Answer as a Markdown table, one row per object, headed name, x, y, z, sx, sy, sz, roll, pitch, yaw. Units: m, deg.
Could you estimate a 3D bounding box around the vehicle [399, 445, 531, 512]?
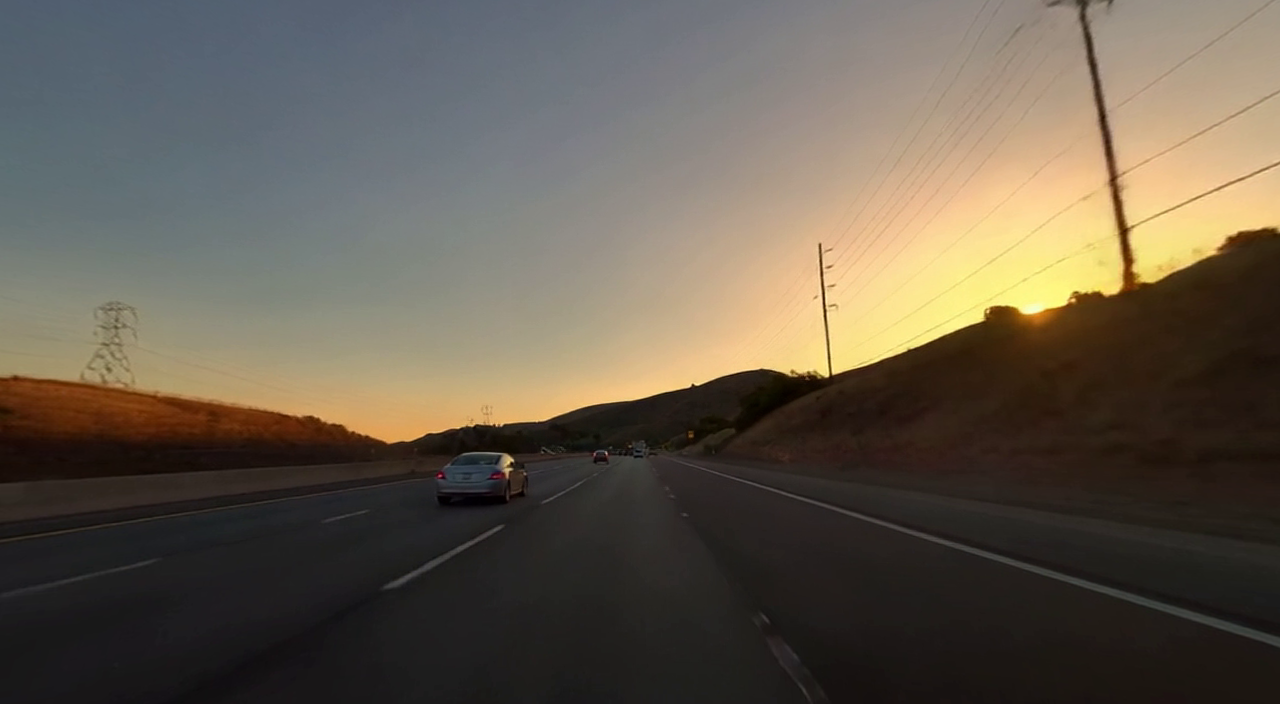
| name | x | y | z | sx | sy | sz | roll | pitch | yaw |
| --- | --- | --- | --- | --- | --- | --- | --- | --- | --- |
| vehicle | -4.380 | 3.250 | 16.796 | 2.064 | 1.489 | 4.966 | 0 | -9 | 0 |
